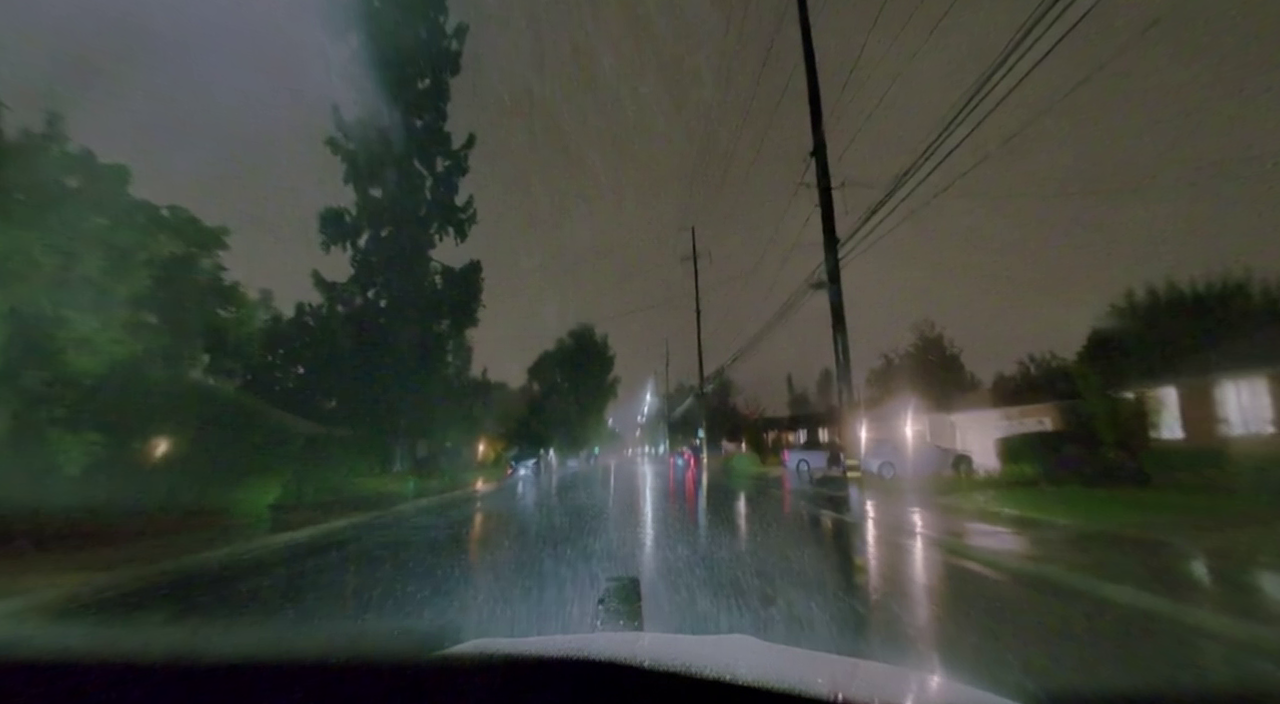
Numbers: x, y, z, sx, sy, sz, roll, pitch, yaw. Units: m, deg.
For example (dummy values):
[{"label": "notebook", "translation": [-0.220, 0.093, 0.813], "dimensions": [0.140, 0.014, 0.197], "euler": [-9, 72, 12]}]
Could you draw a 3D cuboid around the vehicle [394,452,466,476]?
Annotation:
[{"label": "vehicle", "translation": [-16.299, 8.719, 49.214], "dimensions": [4.706, 1.681, 2.389], "euler": [-2, -9, 5]}]

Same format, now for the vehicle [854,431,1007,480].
[{"label": "vehicle", "translation": [11.014, 3.951, 24.236], "dimensions": [4.782, 1.748, 2.106], "euler": [0, -9, 1]}]

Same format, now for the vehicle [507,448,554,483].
[{"label": "vehicle", "translation": [-6.314, 6.575, 36.846], "dimensions": [2.035, 1.736, 3.955], "euler": [-2, -7, -1]}]
